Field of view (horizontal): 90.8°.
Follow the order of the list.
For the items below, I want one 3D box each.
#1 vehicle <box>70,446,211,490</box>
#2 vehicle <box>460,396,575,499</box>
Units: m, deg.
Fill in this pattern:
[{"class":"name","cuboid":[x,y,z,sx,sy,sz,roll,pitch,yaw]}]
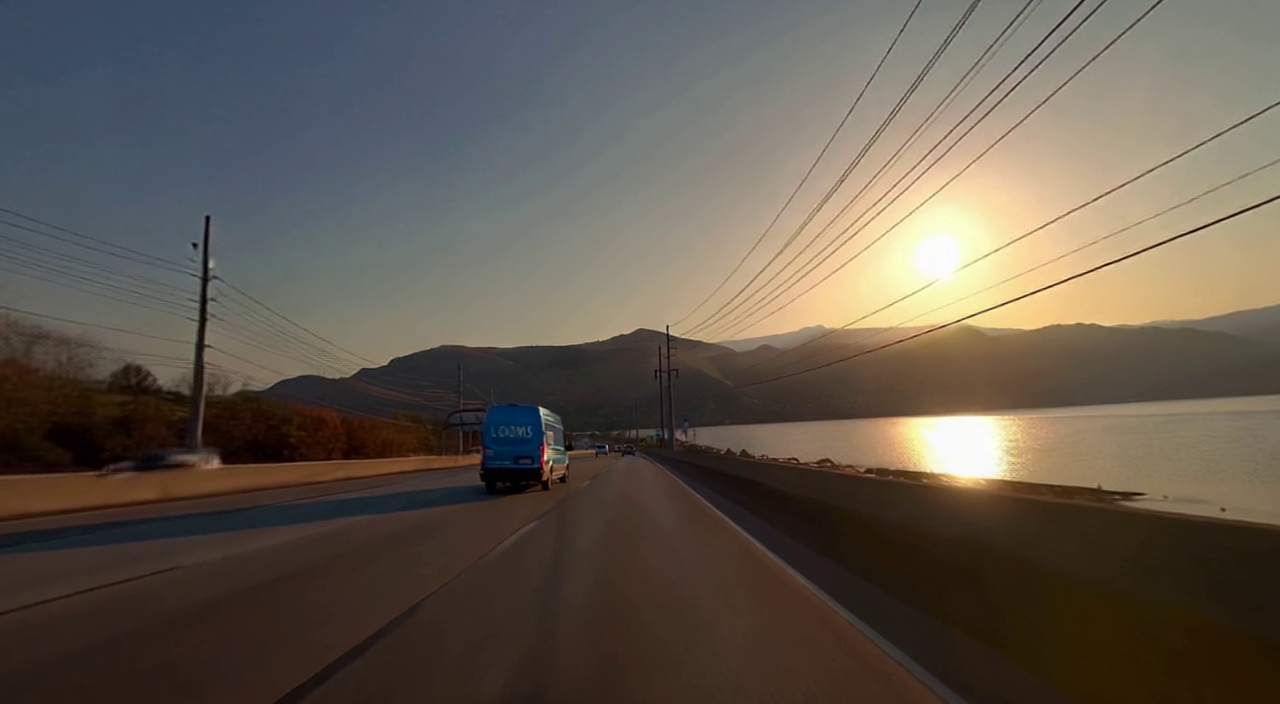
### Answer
[{"class":"vehicle","cuboid":[-21.209,4.900,27.180,2.097,1.681,4.817,0,-8,0]},{"class":"vehicle","cuboid":[-3.640,3.056,20.408,2.331,2.757,6.581,0,-8,0]}]
